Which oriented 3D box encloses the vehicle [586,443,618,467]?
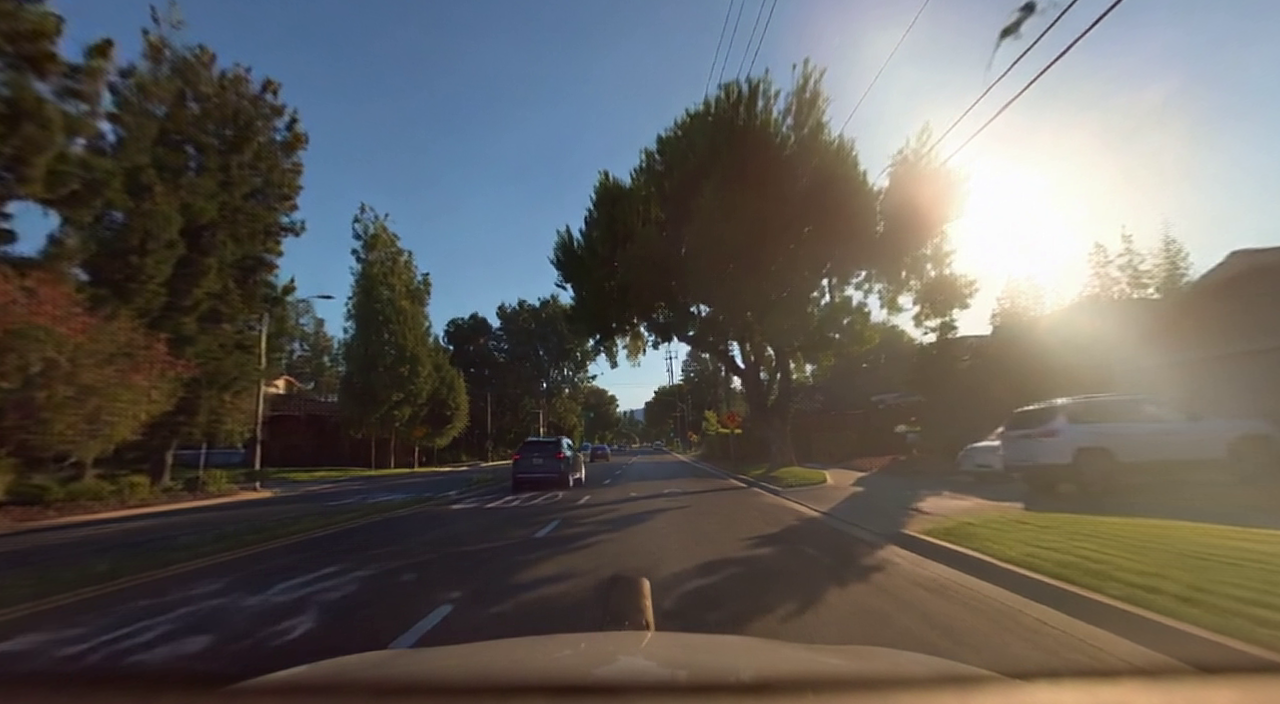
[{"bbox_3d":[-2.490,6.833,42.013,1.802,1.528,3.490,0,-9,1],"label":"vehicle"}]

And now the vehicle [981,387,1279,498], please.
[{"bbox_3d":[9.954,1.817,12.717,4.944,2.023,1.973,0,-8,1],"label":"vehicle"}]

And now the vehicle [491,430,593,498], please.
[{"bbox_3d":[-2.779,3.311,18.987,2.190,1.766,4.394,0,-9,2],"label":"vehicle"}]
